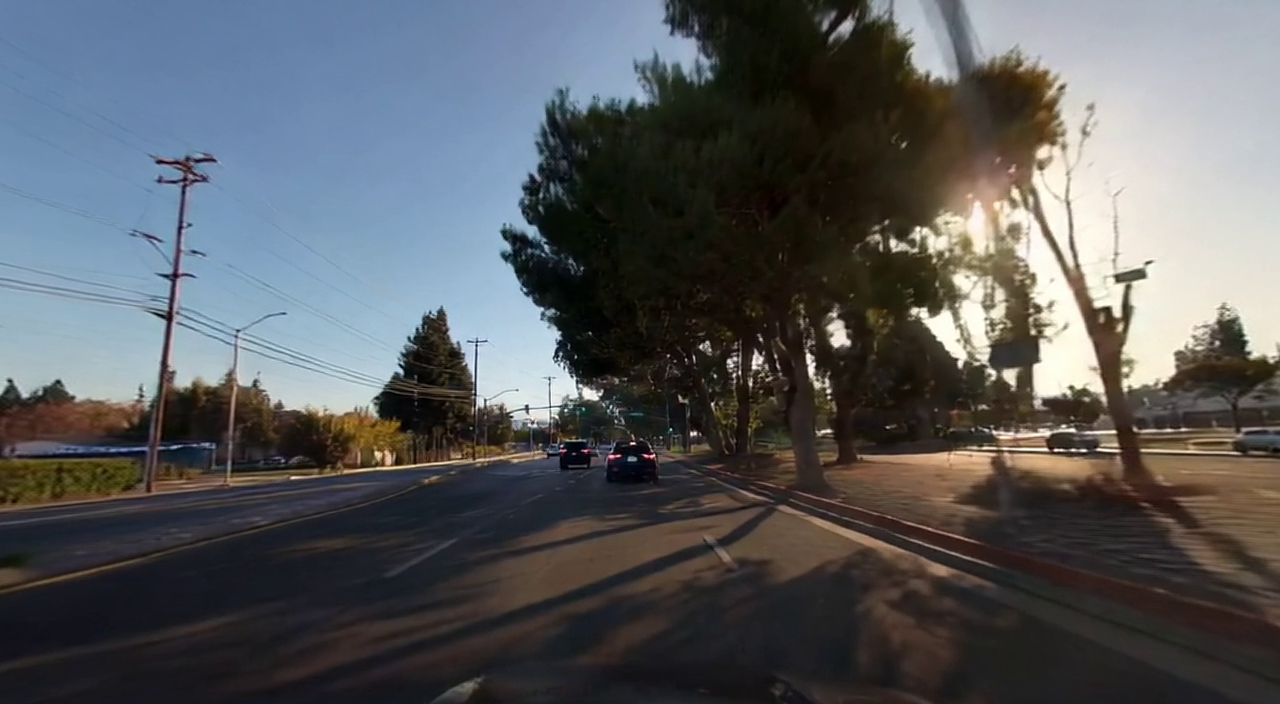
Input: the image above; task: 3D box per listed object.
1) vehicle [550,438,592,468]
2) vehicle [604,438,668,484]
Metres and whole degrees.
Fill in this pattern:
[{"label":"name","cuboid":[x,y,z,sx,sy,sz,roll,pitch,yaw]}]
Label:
[{"label":"vehicle","cuboid":[-4.275,6.330,39.714,2.189,1.776,4.342,0,-9,0]},{"label":"vehicle","cuboid":[-0.128,4.210,24.668,2.235,1.597,4.918,0,-9,0]}]
